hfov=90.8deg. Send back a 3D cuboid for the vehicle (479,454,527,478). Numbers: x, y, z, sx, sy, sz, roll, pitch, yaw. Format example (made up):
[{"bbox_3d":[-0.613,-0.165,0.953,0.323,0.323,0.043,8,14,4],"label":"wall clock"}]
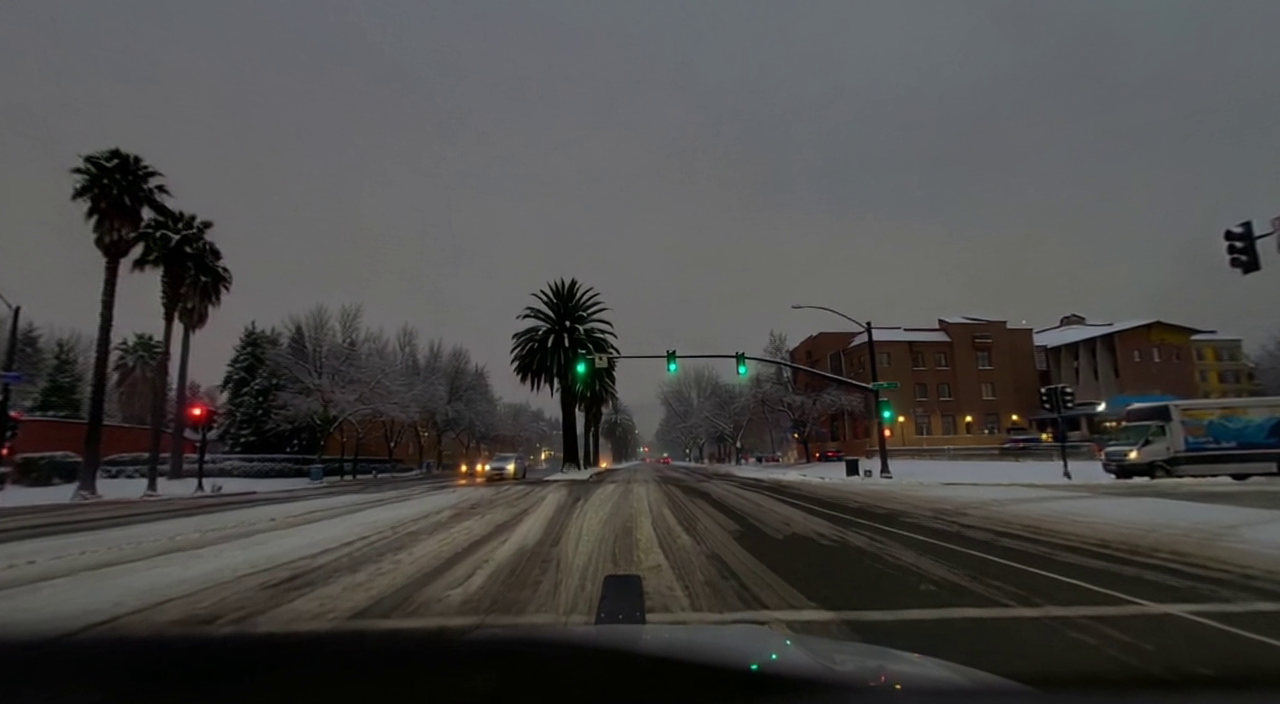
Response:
[{"bbox_3d":[-8.876,7.416,41.343,2.095,1.482,4.523,0,-9,0],"label":"vehicle"}]

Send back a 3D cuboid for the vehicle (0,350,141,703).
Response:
[{"bbox_3d":[-3.574,0.594,0.868,2.026,1.723,4.832,1,-9,-4],"label":"vehicle"}]

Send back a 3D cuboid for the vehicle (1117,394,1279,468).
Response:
[{"bbox_3d":[32.663,4.595,35.784,2.863,3.609,10.252,0,-8,-3],"label":"vehicle"}]
